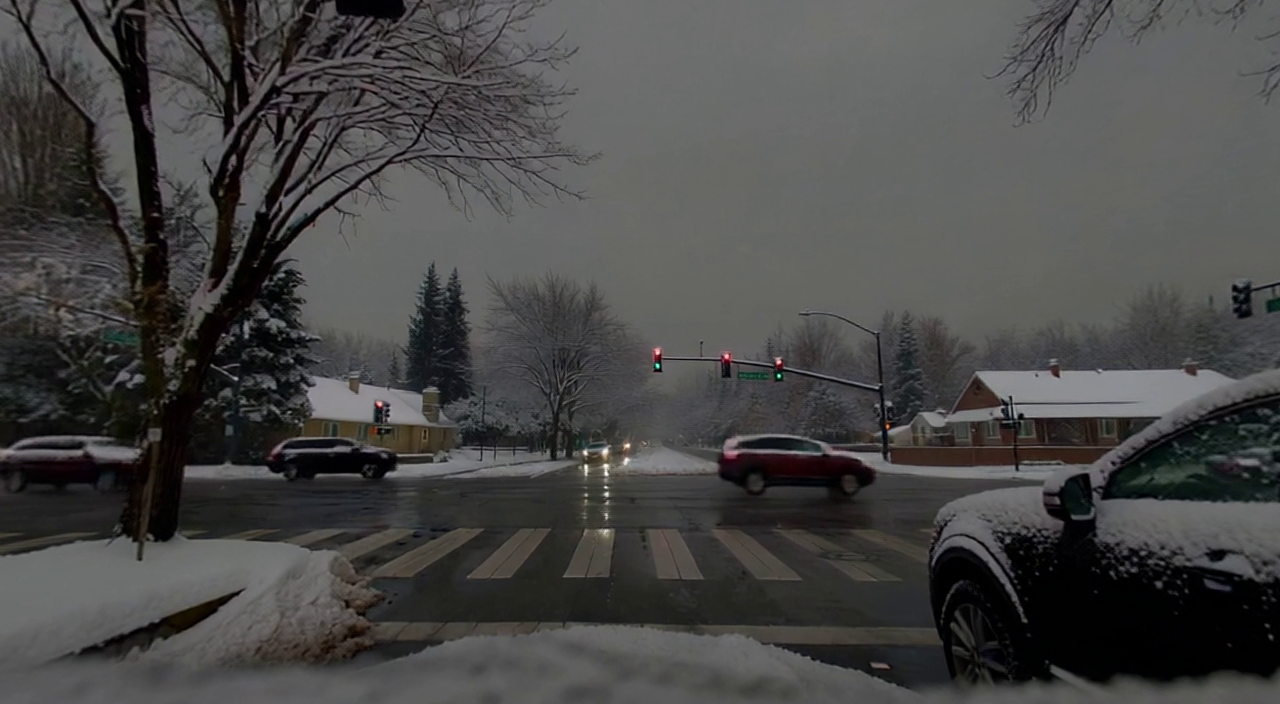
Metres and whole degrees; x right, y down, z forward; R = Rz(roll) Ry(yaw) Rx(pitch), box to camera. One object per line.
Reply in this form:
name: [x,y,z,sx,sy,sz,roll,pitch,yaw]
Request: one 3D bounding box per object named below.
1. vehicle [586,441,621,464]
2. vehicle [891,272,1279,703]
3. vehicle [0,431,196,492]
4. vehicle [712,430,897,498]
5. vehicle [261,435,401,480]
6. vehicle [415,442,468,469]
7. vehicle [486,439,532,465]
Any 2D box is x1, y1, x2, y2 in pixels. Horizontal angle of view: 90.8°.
vehicle: [-2.402,6.710,42.266,2.046,1.491,4.118,0,-9,0]
vehicle: [2.719,0.711,1.721,2.085,1.800,4.908,0,-9,1]
vehicle: [-17.212,3.347,19.512,5.403,1.759,2.040,0,-8,0]
vehicle: [4.232,2.952,16.846,4.332,1.682,2.025,0,-9,-2]
vehicle: [-11.855,4.086,24.618,4.532,1.633,2.130,2,-9,-16]
vehicle: [-13.930,7.262,44.693,2.065,1.775,4.667,0,-9,3]
vehicle: [-8.932,6.866,43.643,2.028,1.654,5.027,0,-9,1]
